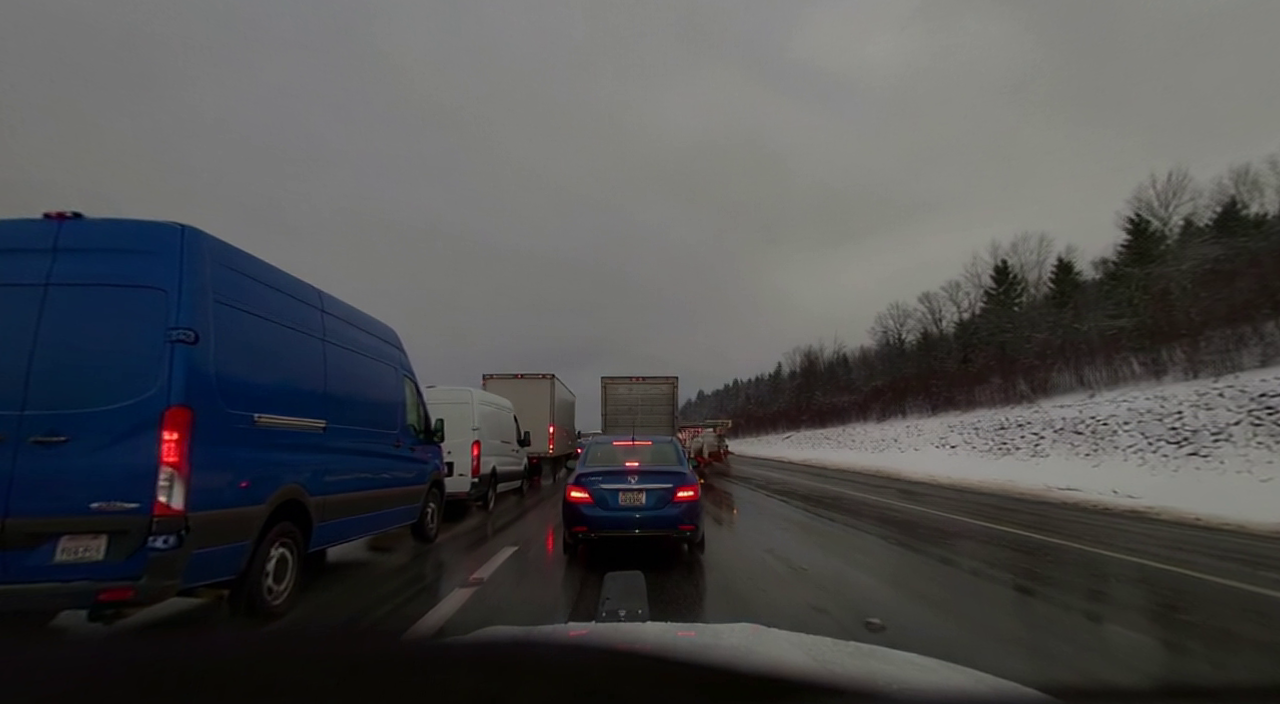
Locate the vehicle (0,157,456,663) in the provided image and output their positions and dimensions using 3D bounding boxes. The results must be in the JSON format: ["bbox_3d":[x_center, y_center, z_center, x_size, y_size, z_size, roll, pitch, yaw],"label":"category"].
[{"bbox_3d":[-4.045,0.758,6.871,2.254,2.879,6.656,0,-9,-2],"label":"vehicle"}]

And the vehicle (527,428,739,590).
[{"bbox_3d":[-0.094,1.748,7.715,1.995,1.495,3.380,0,-9,-1],"label":"vehicle"}]
